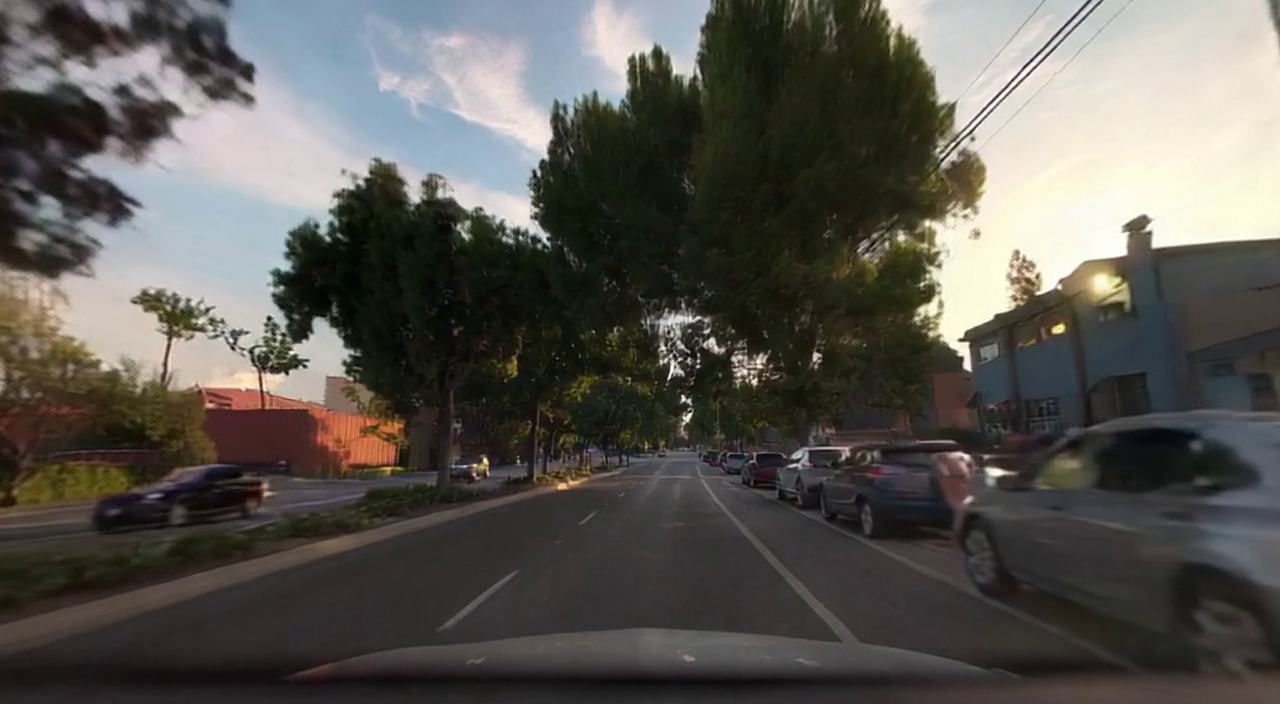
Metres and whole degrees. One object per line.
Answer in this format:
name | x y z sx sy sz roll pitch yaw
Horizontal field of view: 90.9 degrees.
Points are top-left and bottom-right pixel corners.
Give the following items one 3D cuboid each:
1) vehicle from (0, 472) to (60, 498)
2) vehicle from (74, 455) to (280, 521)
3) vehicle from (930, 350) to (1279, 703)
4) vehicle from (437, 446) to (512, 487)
vehicle | -43.058 9.172 43.648 4.398 1.639 1.919 -2 -8 11
vehicle | -12.450 3.650 17.478 1.999 1.467 4.618 -1 -8 4
vehicle | 3.861 1.023 3.590 2.166 1.798 5.256 -1 -8 3
vehicle | -7.606 5.312 29.610 2.331 1.696 4.861 0 -8 -2
